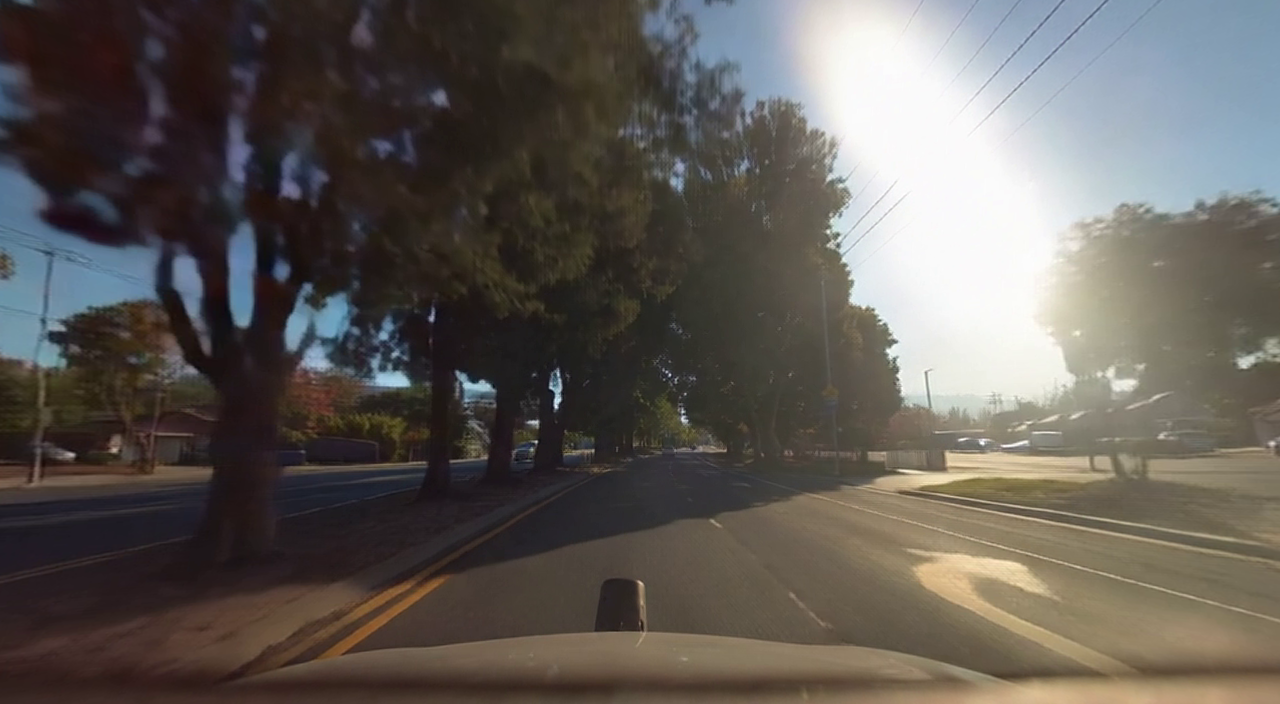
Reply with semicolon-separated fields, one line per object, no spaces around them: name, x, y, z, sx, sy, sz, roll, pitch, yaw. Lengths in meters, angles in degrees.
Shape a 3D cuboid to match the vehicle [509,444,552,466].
vehicle;-8.478;8.007;49.294;2.181;1.635;4.542;-1;-8;5
